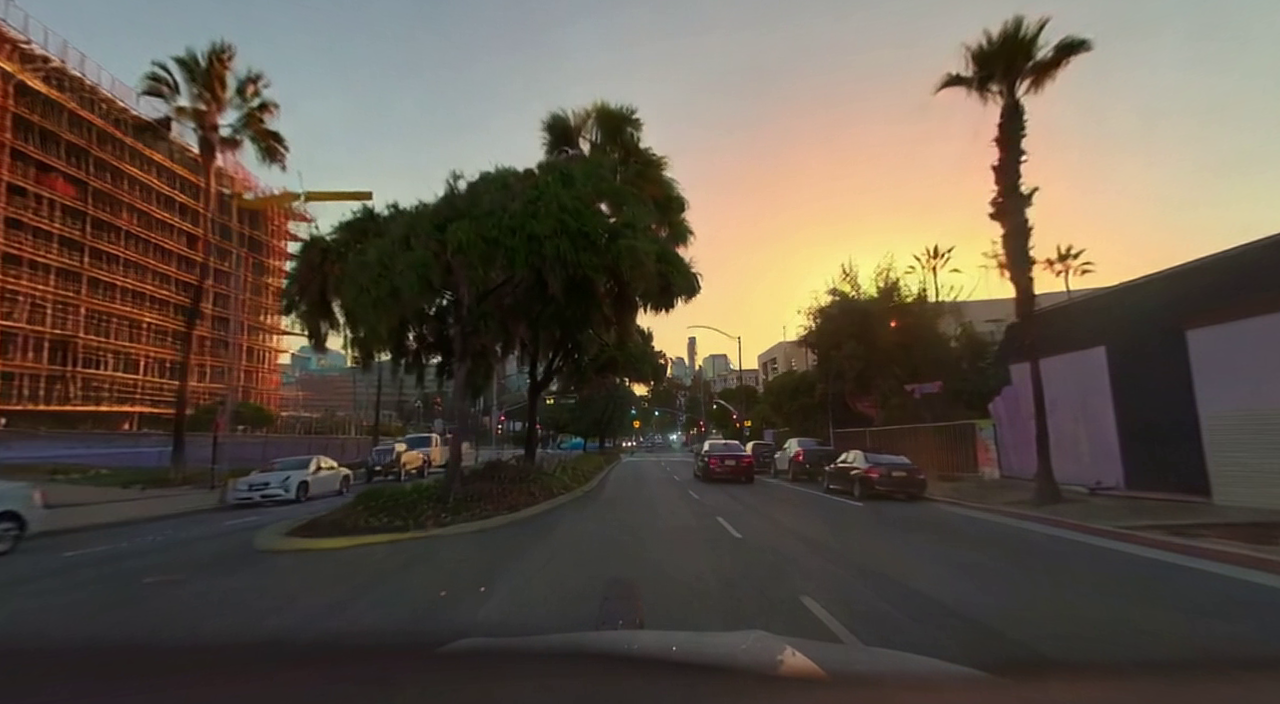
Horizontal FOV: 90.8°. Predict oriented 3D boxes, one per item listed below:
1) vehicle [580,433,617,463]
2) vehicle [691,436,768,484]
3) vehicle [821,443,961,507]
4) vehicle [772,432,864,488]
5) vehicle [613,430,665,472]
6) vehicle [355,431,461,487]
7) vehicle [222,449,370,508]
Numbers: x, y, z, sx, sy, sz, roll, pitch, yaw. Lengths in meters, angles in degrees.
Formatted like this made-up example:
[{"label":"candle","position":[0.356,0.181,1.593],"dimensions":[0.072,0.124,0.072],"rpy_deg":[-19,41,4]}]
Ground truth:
[{"label":"vehicle","position":[-2.718,6.475,42.603],"dimensions":[2.180,1.879,4.452],"rpy_deg":[0,-8,1]},{"label":"vehicle","position":[3.010,3.724,22.077],"dimensions":[1.999,1.487,3.939],"rpy_deg":[0,-8,-2]},{"label":"vehicle","position":[6.424,3.161,16.772],"dimensions":[1.819,1.435,4.337],"rpy_deg":[0,-8,-1]},{"label":"vehicle","position":[6.256,3.855,22.823],"dimensions":[1.886,1.792,4.525],"rpy_deg":[0,-8,-1]},{"label":"vehicle","position":[-0.060,4.641,29.695],"dimensions":[2.264,1.798,4.258],"rpy_deg":[0,-8,0]},{"label":"vehicle","position":[-10.070,4.775,28.049],"dimensions":[2.294,1.948,6.025],"rpy_deg":[-6,-10,0]},{"label":"vehicle","position":[-9.971,3.649,18.841],"dimensions":[1.804,1.478,4.734],"rpy_deg":[0,-8,0]}]
